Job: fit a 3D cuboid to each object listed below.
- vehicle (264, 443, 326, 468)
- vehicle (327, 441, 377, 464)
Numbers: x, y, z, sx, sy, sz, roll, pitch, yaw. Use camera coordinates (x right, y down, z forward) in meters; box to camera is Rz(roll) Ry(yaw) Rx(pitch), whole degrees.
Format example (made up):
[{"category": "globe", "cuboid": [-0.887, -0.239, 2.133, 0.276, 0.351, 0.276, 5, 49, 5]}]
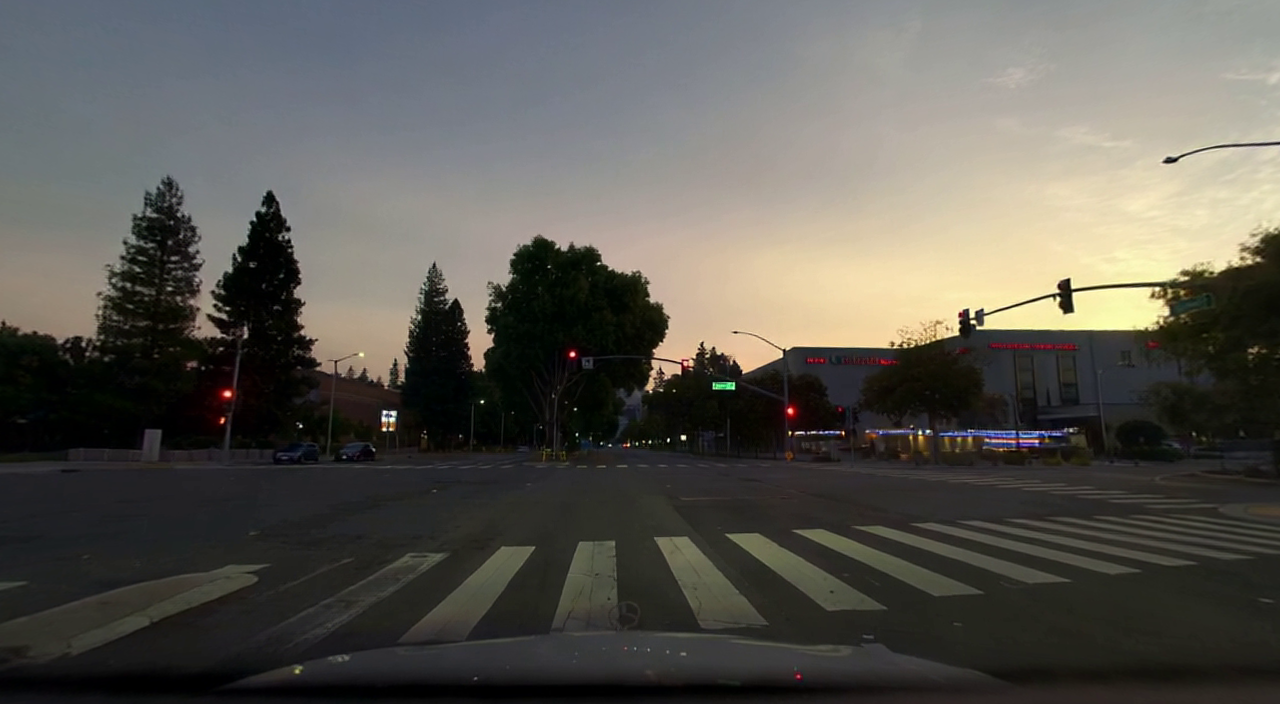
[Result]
[{"category": "vehicle", "cuboid": [-21.855, 6.558, 40.157, 2.005, 1.496, 4.020, 1, -9, -6]}, {"category": "vehicle", "cuboid": [-22.525, 7.901, 49.614, 2.023, 1.706, 4.756, 1, -9, -6]}]
